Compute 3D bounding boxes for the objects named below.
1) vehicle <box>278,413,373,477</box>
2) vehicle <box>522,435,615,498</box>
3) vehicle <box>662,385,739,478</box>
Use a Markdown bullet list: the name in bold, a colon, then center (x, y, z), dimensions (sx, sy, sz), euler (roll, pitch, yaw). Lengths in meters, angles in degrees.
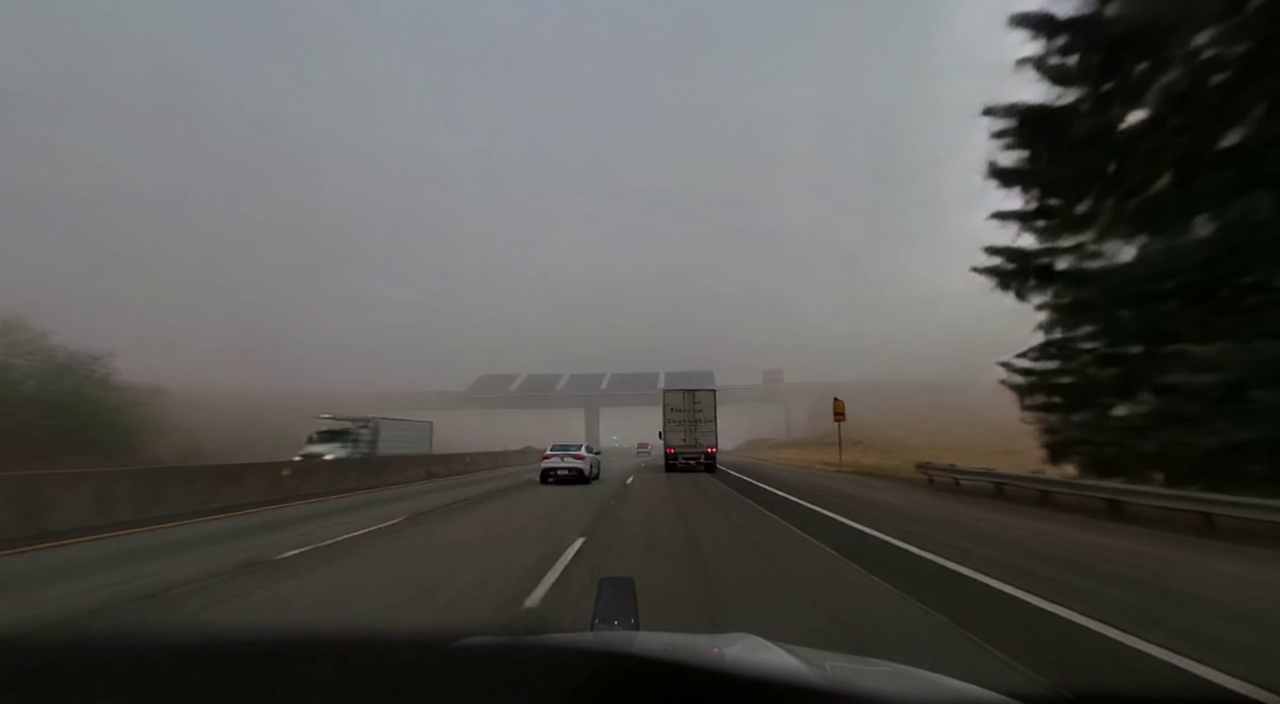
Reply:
- **vehicle**: center (-20.971, 6.247, 42.402), dimensions (2.969, 3.972, 5.940), euler (-1, -8, 3)
- **vehicle**: center (-1.923, 3.260, 18.390), dimensions (2.066, 1.581, 4.268), euler (-1, -8, 2)
- **vehicle**: center (2.552, 3.844, 29.866), dimensions (2.967, 3.633, 10.015), euler (-1, -8, 2)
